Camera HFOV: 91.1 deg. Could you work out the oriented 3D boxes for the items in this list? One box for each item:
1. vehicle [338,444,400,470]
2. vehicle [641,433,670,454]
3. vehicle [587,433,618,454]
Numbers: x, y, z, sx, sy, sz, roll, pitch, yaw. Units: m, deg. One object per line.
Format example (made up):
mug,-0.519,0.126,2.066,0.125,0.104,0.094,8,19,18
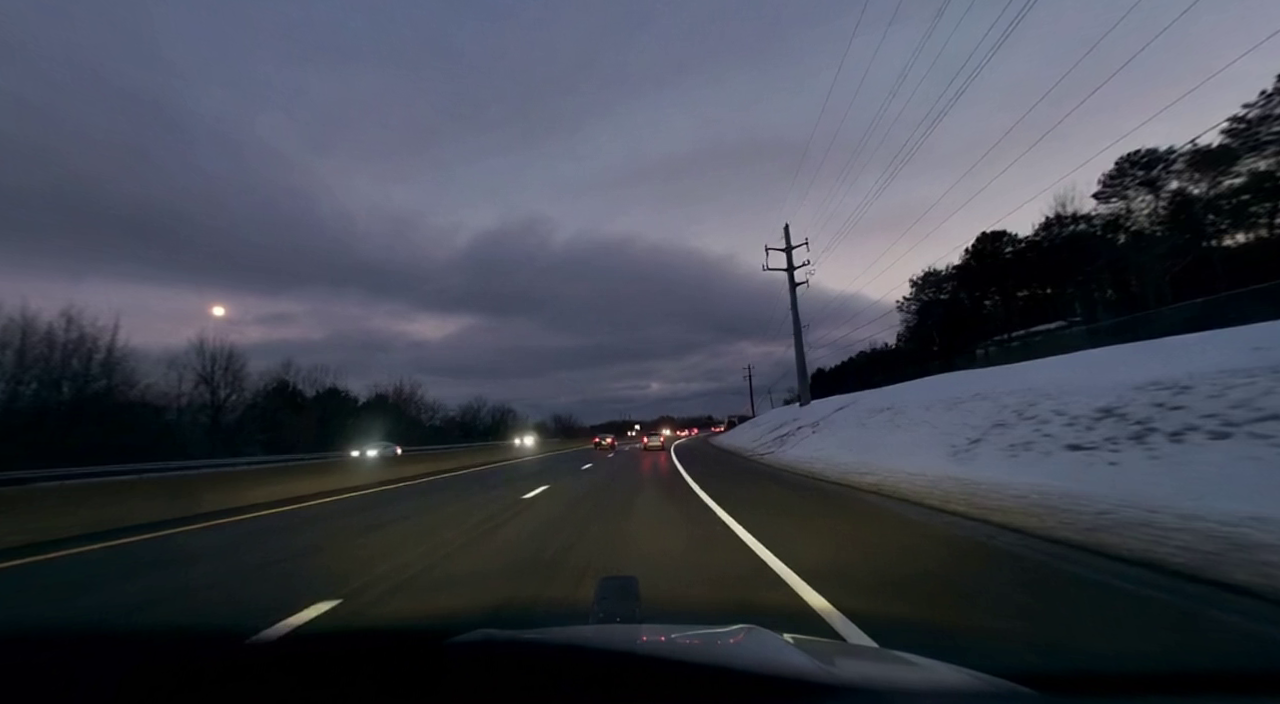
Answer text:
vehicle,-17.430,6.747,40.634,1.900,1.502,4.486,0,-8,2
vehicle,1.207,6.966,47.987,2.077,1.523,4.206,0,-8,2
vehicle,-2.828,6.970,48.119,1.907,1.515,3.807,0,-8,3
